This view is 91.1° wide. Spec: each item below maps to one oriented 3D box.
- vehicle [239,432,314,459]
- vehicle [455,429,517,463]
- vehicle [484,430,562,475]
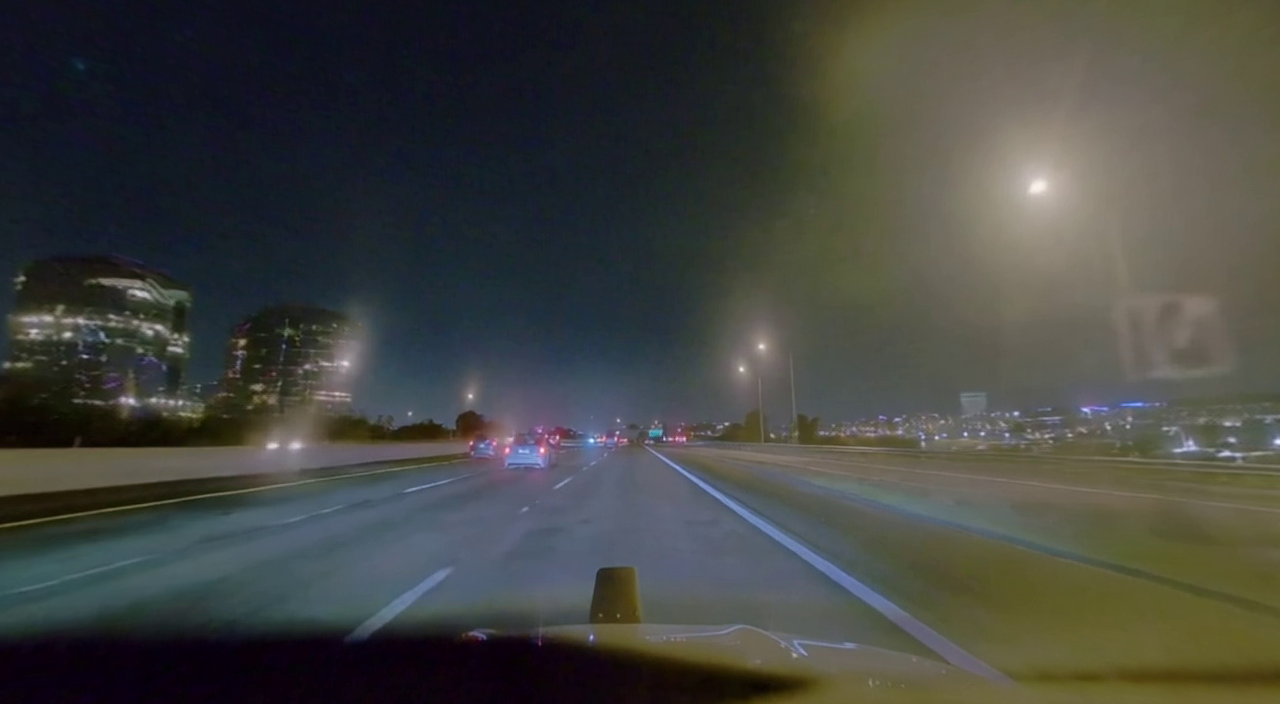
[{"bbox_3d":[-21.345,5.517,37.117,1.987,1.501,4.054,0,-8,0],"label":"vehicle"},{"bbox_3d":[-7.685,4.714,31.804,1.985,1.575,4.453,0,-8,1],"label":"vehicle"},{"bbox_3d":[-4.178,3.664,23.216,1.996,1.490,4.571,0,-8,0],"label":"vehicle"}]
